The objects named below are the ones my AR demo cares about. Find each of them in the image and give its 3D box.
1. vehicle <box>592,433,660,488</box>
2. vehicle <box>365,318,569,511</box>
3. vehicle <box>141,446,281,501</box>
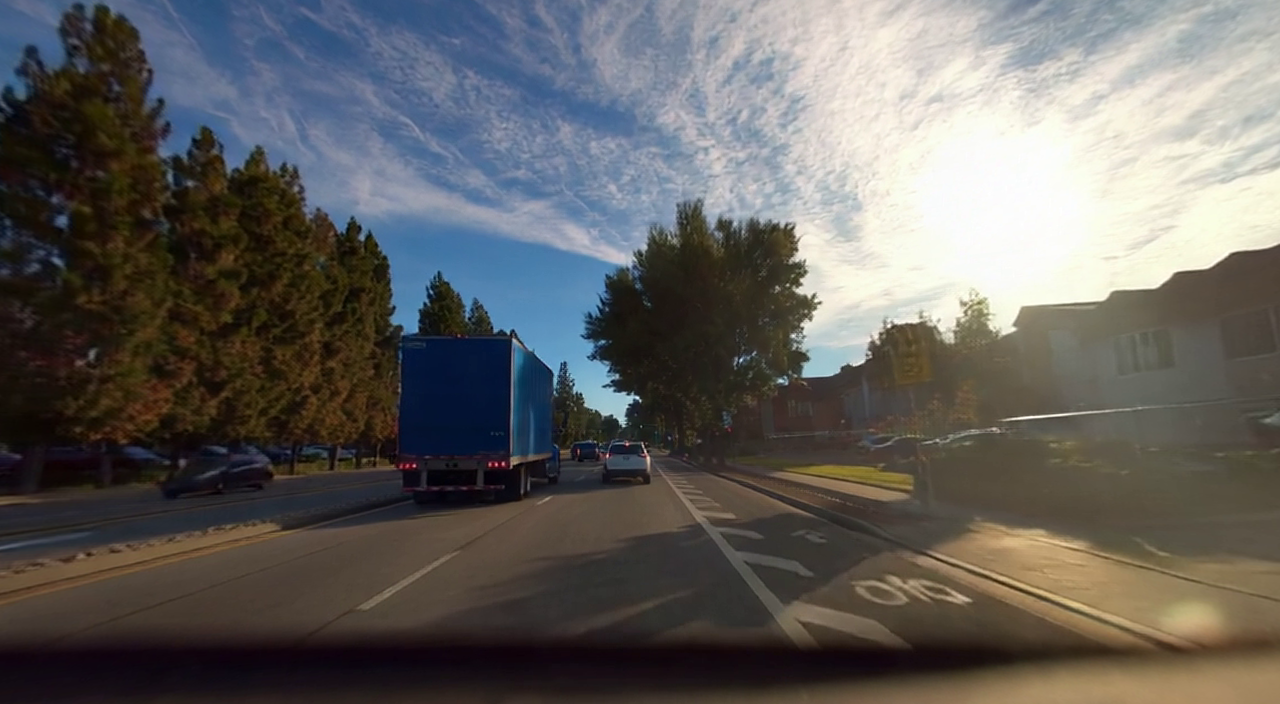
[{"bbox_3d":[-0.466,3.628,21.423,2.094,1.682,3.866,0,-9,-1],"label":"vehicle"},{"bbox_3d":[-4.061,2.002,18.024,2.996,3.902,10.410,0,-8,-1],"label":"vehicle"},{"bbox_3d":[-15.526,4.363,23.244,1.987,1.711,4.578,-3,-8,0],"label":"vehicle"}]
